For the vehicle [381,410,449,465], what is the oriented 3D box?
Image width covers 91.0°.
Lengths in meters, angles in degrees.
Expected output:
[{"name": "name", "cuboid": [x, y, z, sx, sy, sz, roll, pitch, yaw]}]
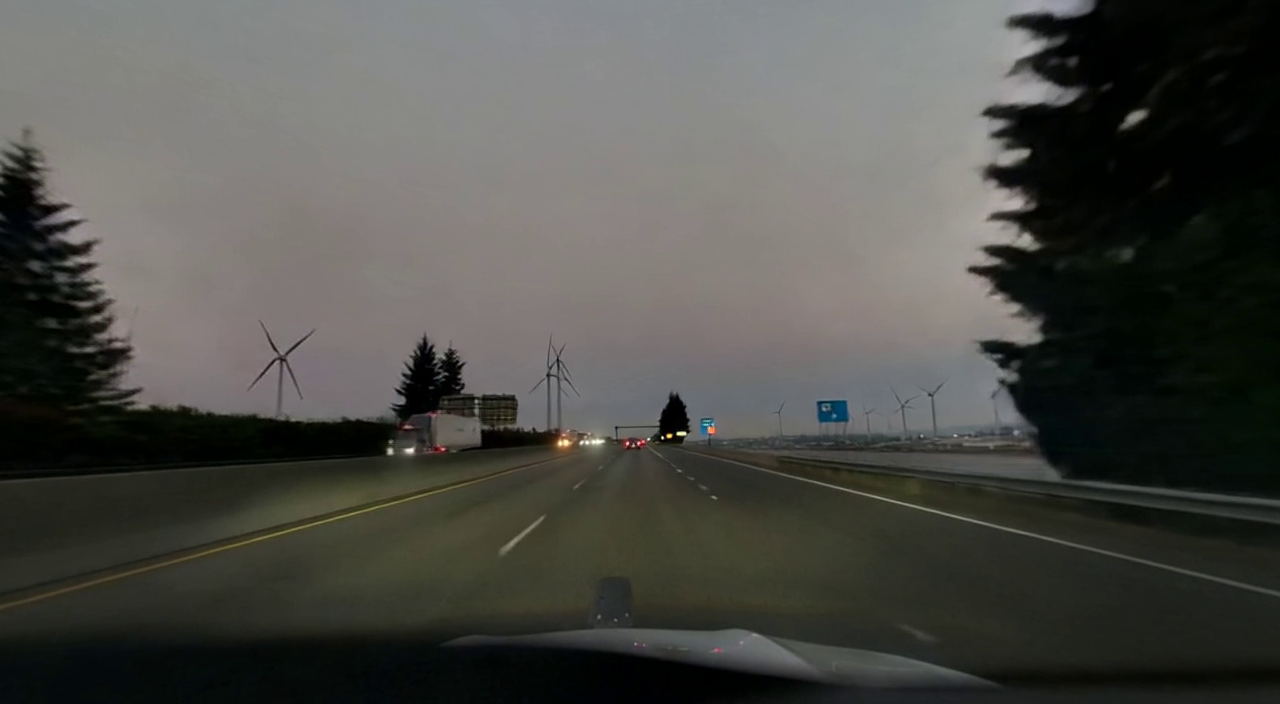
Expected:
[{"name": "vehicle", "cuboid": [-17.195, 6.614, 48.561, 3.021, 3.900, 5.847, 0, -8, -1]}]
